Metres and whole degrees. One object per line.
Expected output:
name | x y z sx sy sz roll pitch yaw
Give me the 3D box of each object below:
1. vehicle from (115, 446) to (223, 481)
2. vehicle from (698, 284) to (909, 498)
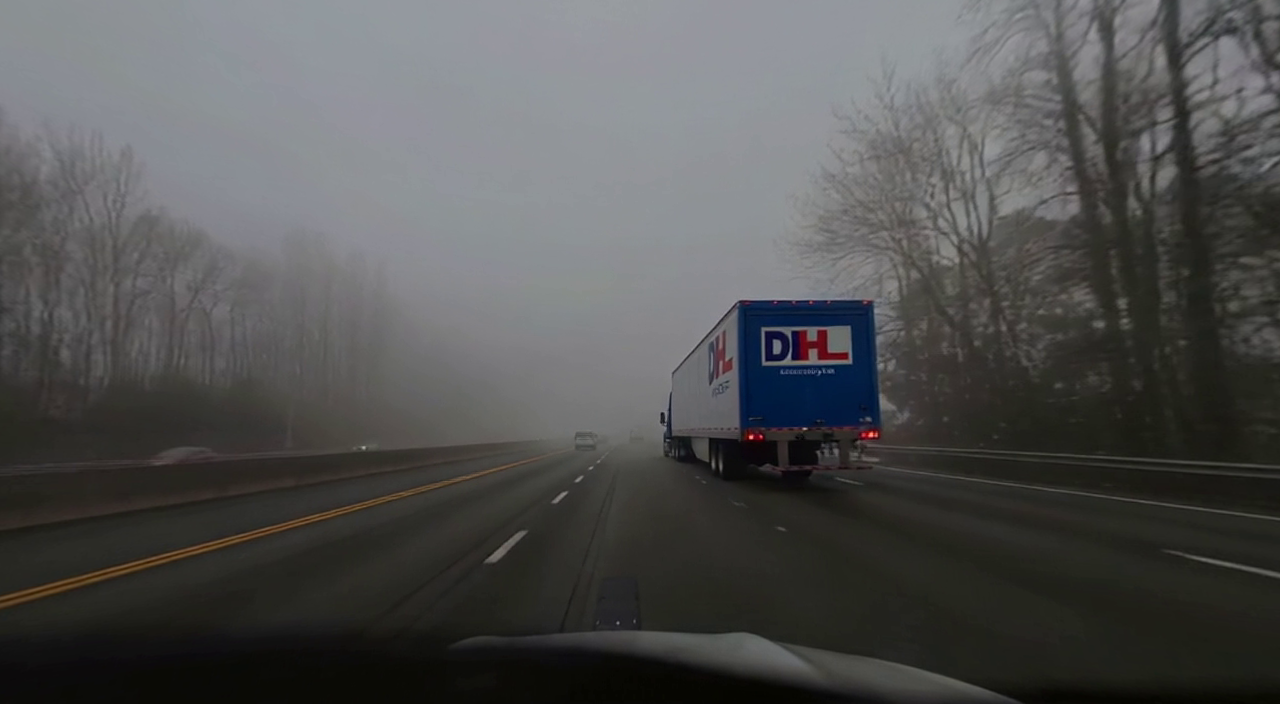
vehicle | -22.932 5.415 30.858 1.932 1.494 4.434 0 -8 -1
vehicle | 3.598 1.294 16.851 3.011 4.211 8.926 0 -7 -1
